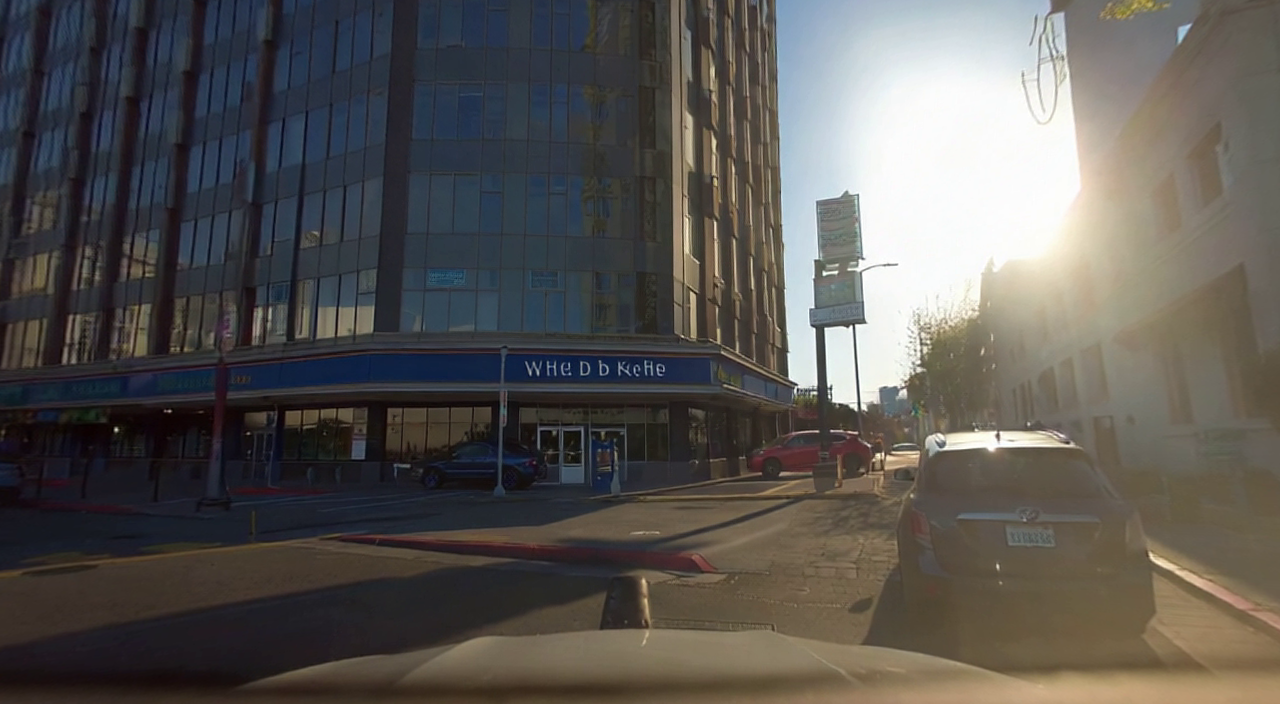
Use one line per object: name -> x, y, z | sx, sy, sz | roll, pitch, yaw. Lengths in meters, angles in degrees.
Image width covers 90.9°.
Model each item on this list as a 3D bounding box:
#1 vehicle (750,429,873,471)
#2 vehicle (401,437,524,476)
vehicle -> 7.290, 4.168, 26.834 | 4.706, 1.663, 1.993 | -4, -9, 25
vehicle -> -7.768, 4.601, 27.761 | 4.814, 1.618, 1.869 | -2, -9, 11
